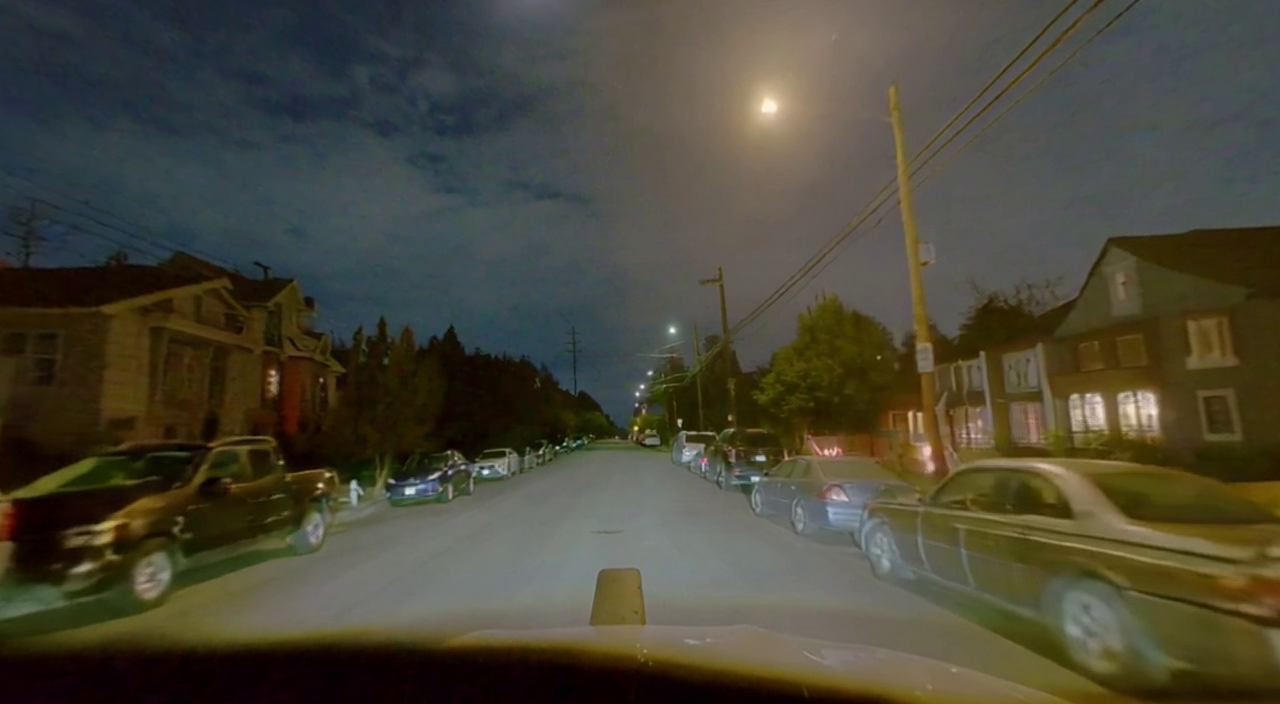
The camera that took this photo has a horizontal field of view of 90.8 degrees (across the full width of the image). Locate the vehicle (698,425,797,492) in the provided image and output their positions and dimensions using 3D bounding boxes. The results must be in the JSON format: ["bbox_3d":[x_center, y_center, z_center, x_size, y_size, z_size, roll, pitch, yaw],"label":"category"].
[{"bbox_3d":[3.276,3.398,20.450,2.107,1.866,5.199,0,-9,-2],"label":"vehicle"}]

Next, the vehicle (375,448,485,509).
[{"bbox_3d":[-6.406,3.863,19.977,2.002,1.585,5.080,-1,-8,-3],"label":"vehicle"}]

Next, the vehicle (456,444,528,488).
[{"bbox_3d":[-6.383,4.929,27.791,1.924,1.525,4.688,-5,-8,0],"label":"vehicle"}]

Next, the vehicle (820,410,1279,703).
[{"bbox_3d":[3.292,1.428,5.094,2.126,1.448,4.853,0,-11,-1],"label":"vehicle"}]

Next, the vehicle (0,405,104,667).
[{"bbox_3d":[-5.872,1.088,2.702,2.184,1.958,5.757,0,-9,-1],"label":"vehicle"}]

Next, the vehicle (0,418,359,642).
[{"bbox_3d":[-5.883,2.013,8.372,2.096,1.966,4.944,-4,-8,-1],"label":"vehicle"}]
